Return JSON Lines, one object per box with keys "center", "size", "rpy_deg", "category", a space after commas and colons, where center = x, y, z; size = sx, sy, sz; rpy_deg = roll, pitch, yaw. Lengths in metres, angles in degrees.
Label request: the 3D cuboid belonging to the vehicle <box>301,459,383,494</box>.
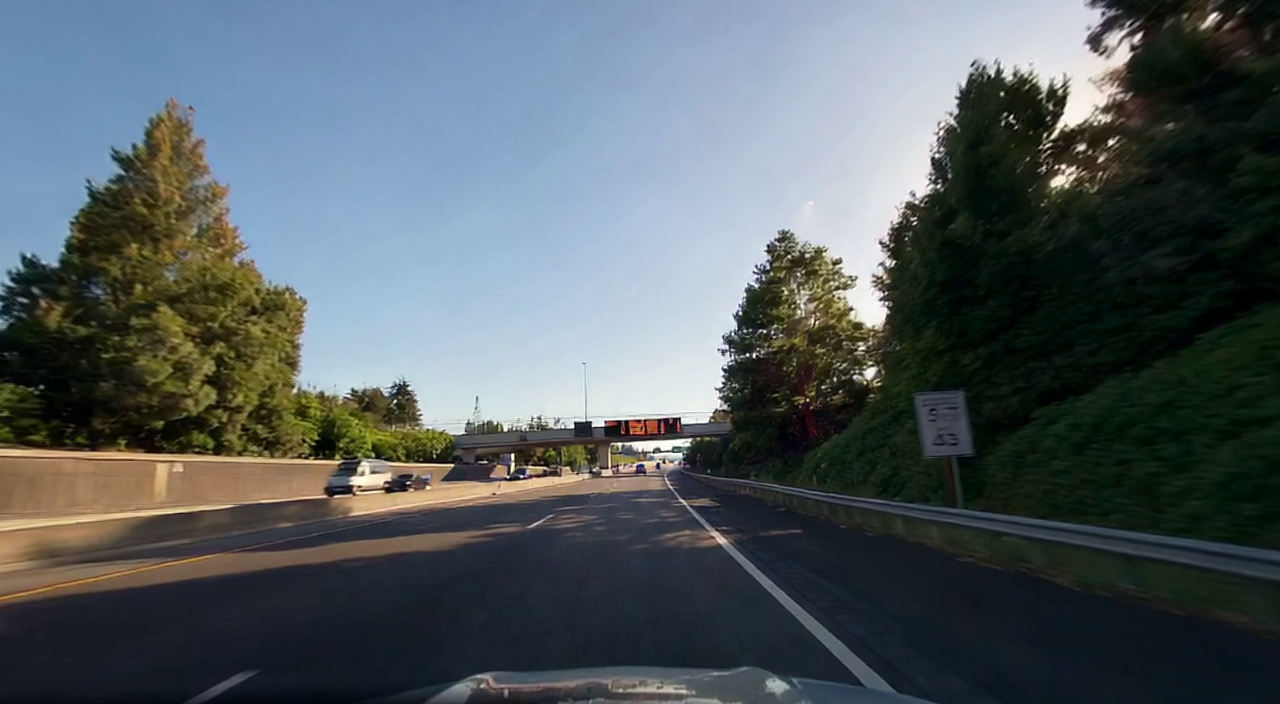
{"center": [-15.641, 6.556, 33.328], "size": [1.940, 1.643, 4.579], "rpy_deg": [1, -11, 2], "category": "vehicle"}
